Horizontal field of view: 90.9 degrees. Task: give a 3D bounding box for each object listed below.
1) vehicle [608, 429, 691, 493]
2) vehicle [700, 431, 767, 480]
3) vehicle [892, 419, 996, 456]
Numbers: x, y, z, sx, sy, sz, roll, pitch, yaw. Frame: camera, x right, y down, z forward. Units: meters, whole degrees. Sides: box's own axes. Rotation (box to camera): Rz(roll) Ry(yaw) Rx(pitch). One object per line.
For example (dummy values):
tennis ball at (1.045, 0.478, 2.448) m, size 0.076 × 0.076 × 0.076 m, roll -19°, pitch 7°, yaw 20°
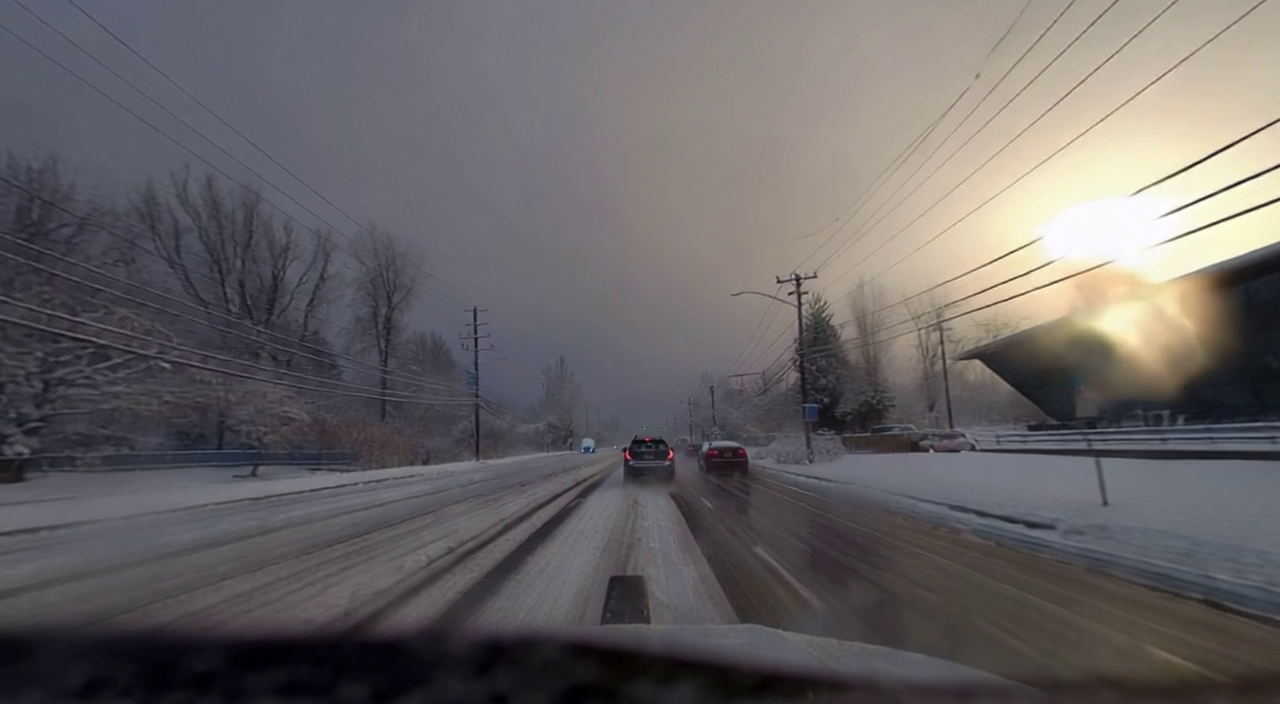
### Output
vehicle at (0.247, 3.223, 18.903) m, size 2.200 × 1.653 × 4.127 m, roll 0°, pitch -9°, yaw 0°
vehicle at (3.504, 3.994, 24.428) m, size 1.914 × 1.698 × 4.049 m, roll 0°, pitch -9°, yaw -1°
vehicle at (15.924, 4.524, 33.145) m, size 4.366 × 1.701 × 1.965 m, roll -2°, pitch -9°, yaw -1°
